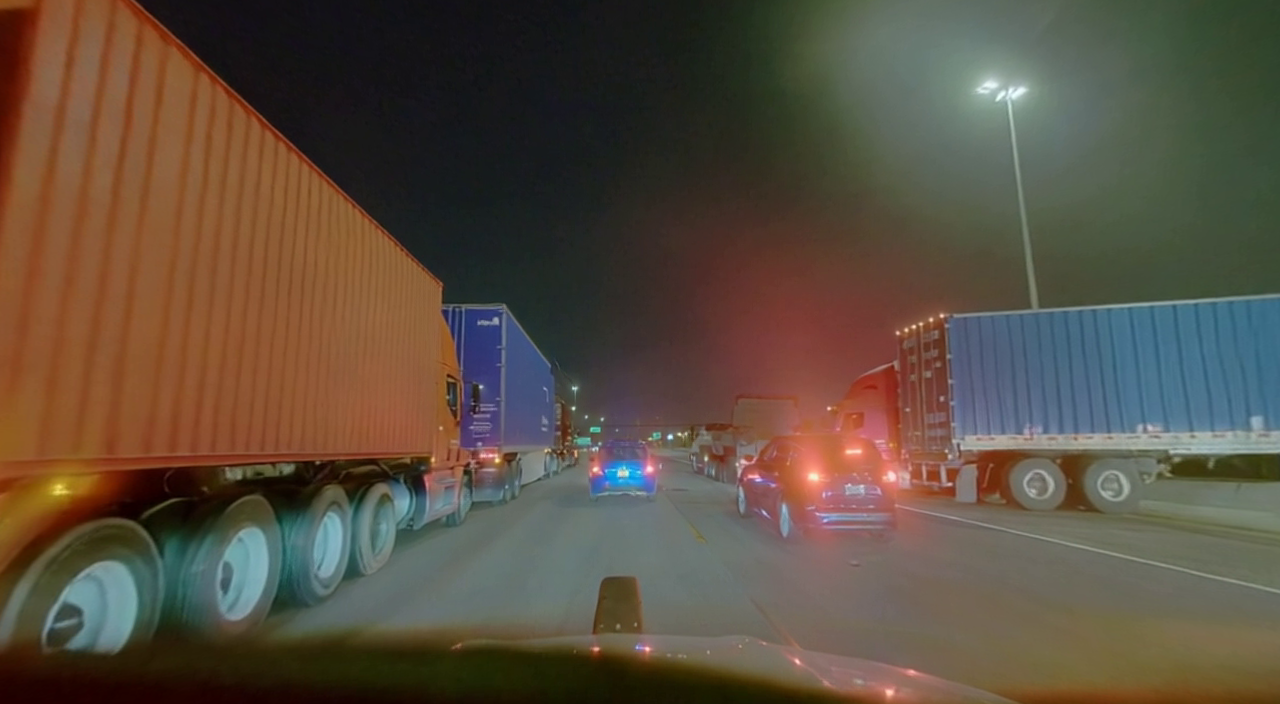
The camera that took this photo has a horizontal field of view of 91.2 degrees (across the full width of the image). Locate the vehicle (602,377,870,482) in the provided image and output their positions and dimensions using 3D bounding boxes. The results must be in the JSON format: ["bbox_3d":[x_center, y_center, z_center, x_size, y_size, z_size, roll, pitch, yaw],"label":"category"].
[{"bbox_3d":[3.734,3.858,30.972,2.877,4.124,14.516,3,-8,-41],"label":"vehicle"}]

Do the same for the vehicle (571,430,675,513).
[{"bbox_3d":[-0.377,2.780,15.029,2.140,1.682,3.971,0,-9,-1],"label":"vehicle"}]

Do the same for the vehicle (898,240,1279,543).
[{"bbox_3d":[11.136,0.471,8.592,13.564,4.152,3.110,-9,-12,42],"label":"vehicle"}]

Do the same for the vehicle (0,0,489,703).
[{"bbox_3d":[-3.984,0.655,5.975,2.986,3.391,9.523,0,-9,-2],"label":"vehicle"}]
